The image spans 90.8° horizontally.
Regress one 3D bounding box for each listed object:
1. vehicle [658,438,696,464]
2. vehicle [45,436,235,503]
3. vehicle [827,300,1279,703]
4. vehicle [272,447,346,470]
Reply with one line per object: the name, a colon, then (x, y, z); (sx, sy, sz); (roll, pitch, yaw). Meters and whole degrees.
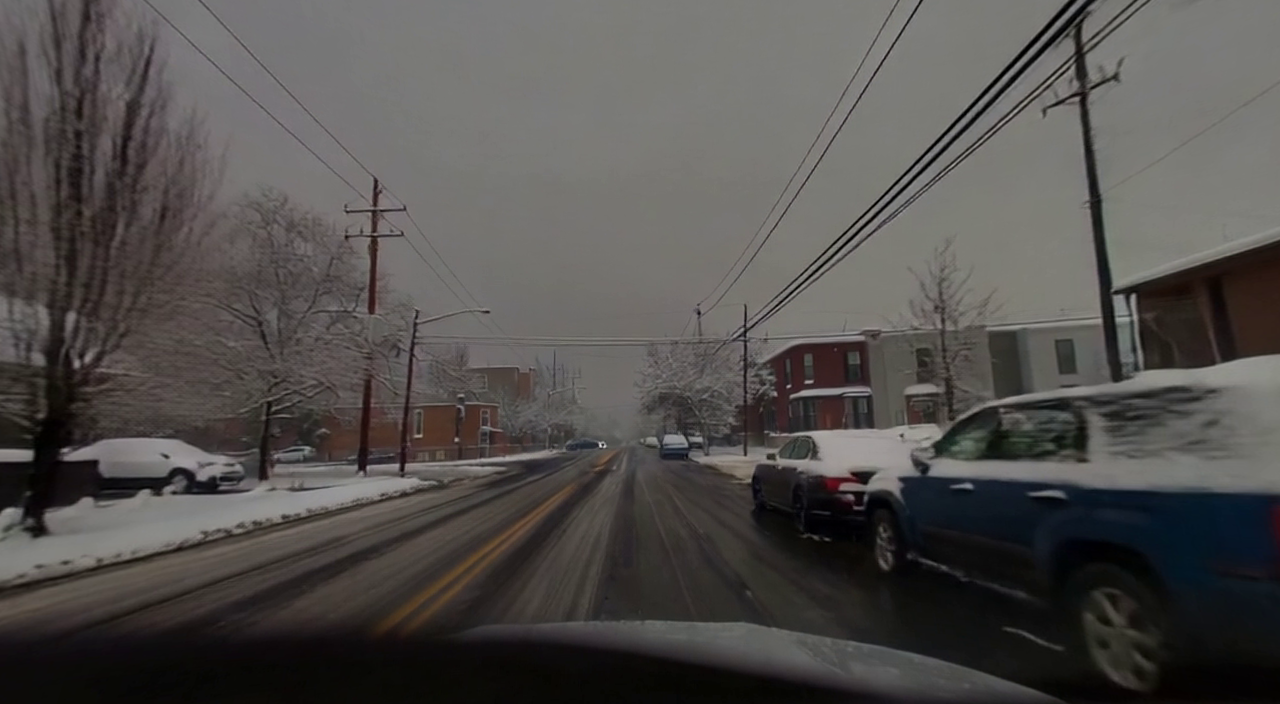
vehicle: (2.318, 6.313, 40.381); (1.999, 1.604, 4.065); (0, -9, -2)
vehicle: (-16.888, 3.932, 21.615); (4.822, 1.868, 2.015); (3, -10, -38)
vehicle: (3.164, 1.047, 4.335); (2.146, 1.781, 4.634); (0, -9, -3)
vehicle: (-25.157, 8.118, 48.200); (1.814, 1.462, 4.703); (-8, -9, 30)
